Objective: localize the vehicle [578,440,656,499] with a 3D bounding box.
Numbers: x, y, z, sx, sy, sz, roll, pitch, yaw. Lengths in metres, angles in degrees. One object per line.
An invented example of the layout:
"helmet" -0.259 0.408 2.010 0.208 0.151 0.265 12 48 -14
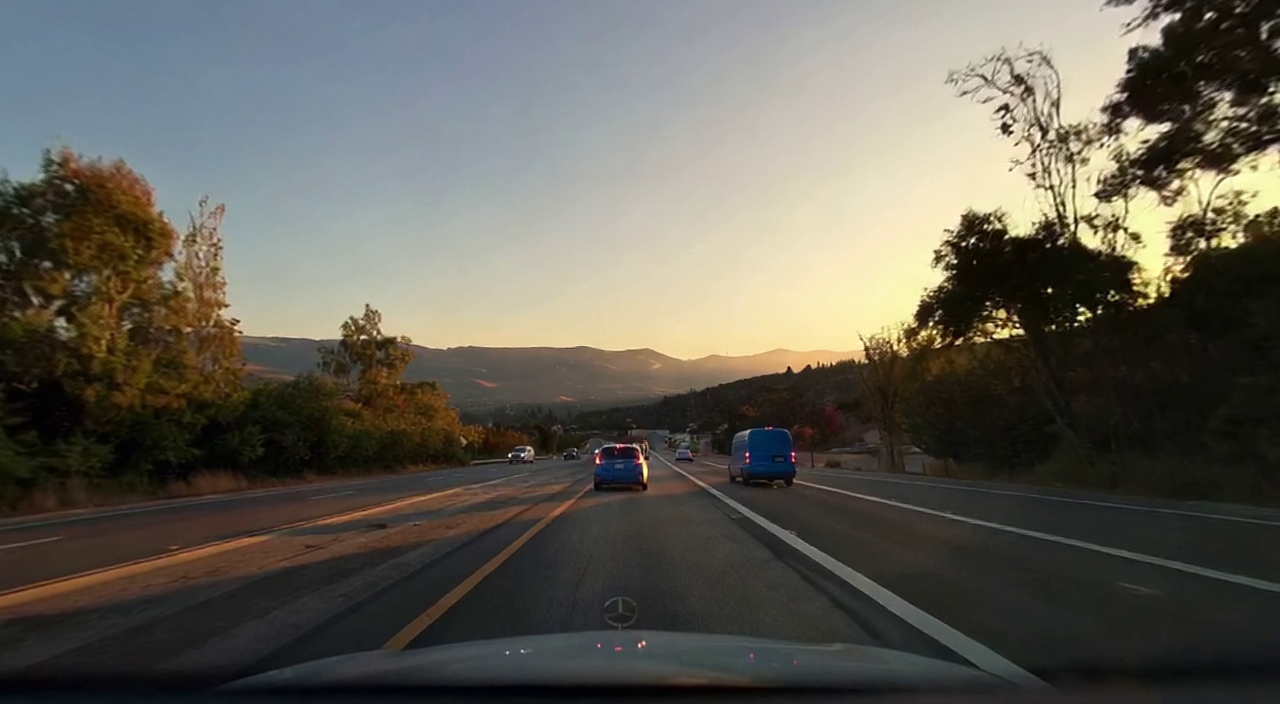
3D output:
"vehicle" -0.604 3.340 18.161 2.029 1.483 3.769 0 -9 0

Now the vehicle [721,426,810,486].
"vehicle" 4.503 3.853 23.378 2.261 1.952 4.784 0 -9 -1
